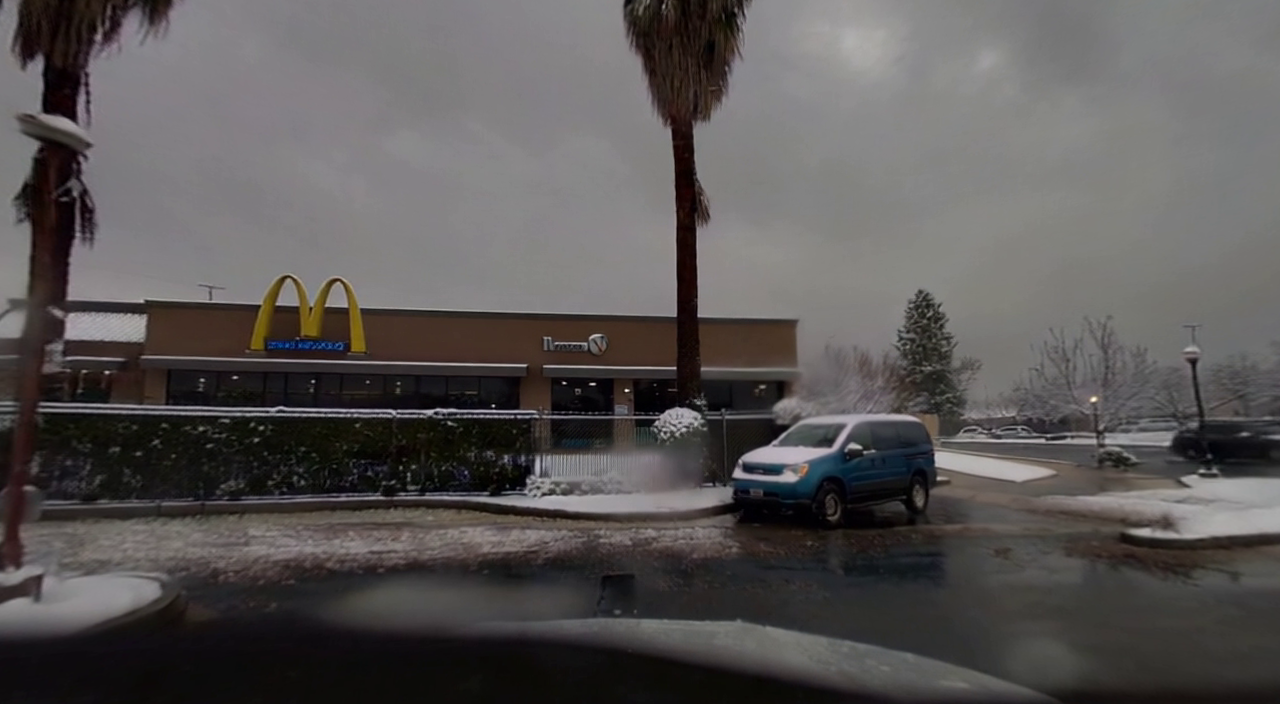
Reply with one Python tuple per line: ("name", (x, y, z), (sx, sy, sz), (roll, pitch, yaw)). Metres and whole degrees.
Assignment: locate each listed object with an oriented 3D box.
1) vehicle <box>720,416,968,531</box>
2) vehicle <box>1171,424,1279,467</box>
("vehicle", (3.893, 2.136, 11.968), (4.365, 1.791, 2.073), (4, -7, -31))
("vehicle", (22.609, 3.450, 23.285), (1.860, 1.417, 4.750), (0, -8, -2))
